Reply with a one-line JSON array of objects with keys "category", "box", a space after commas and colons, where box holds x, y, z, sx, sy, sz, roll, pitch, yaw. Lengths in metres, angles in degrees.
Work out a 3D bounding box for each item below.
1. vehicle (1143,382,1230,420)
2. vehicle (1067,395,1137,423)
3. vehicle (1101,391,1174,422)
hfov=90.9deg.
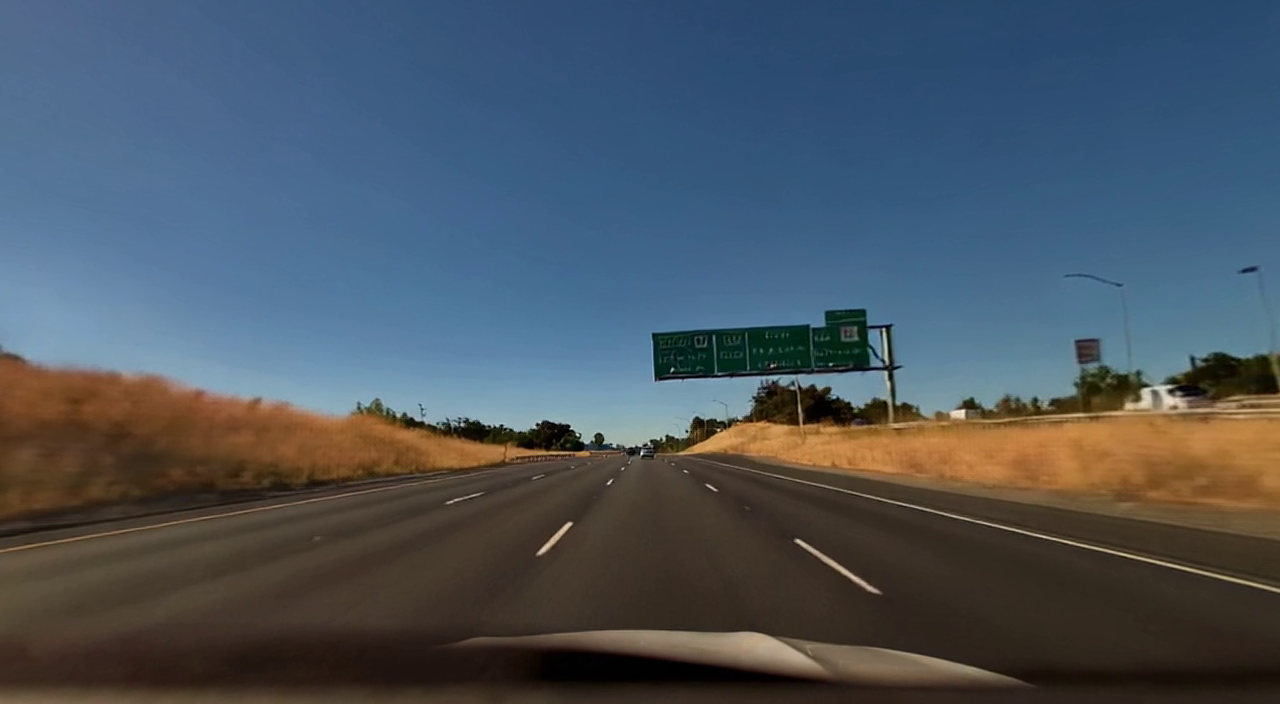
[{"category": "vehicle", "box": [29.480, 2.701, 33.958, 4.910, 1.740, 2.006, 5, -10, -32]}, {"category": "vehicle", "box": [29.554, 3.667, 40.315, 4.316, 1.597, 1.869, 5, -10, -30]}, {"category": "vehicle", "box": [29.334, 3.251, 37.170, 4.190, 1.643, 1.885, 5, -10, -31]}]
